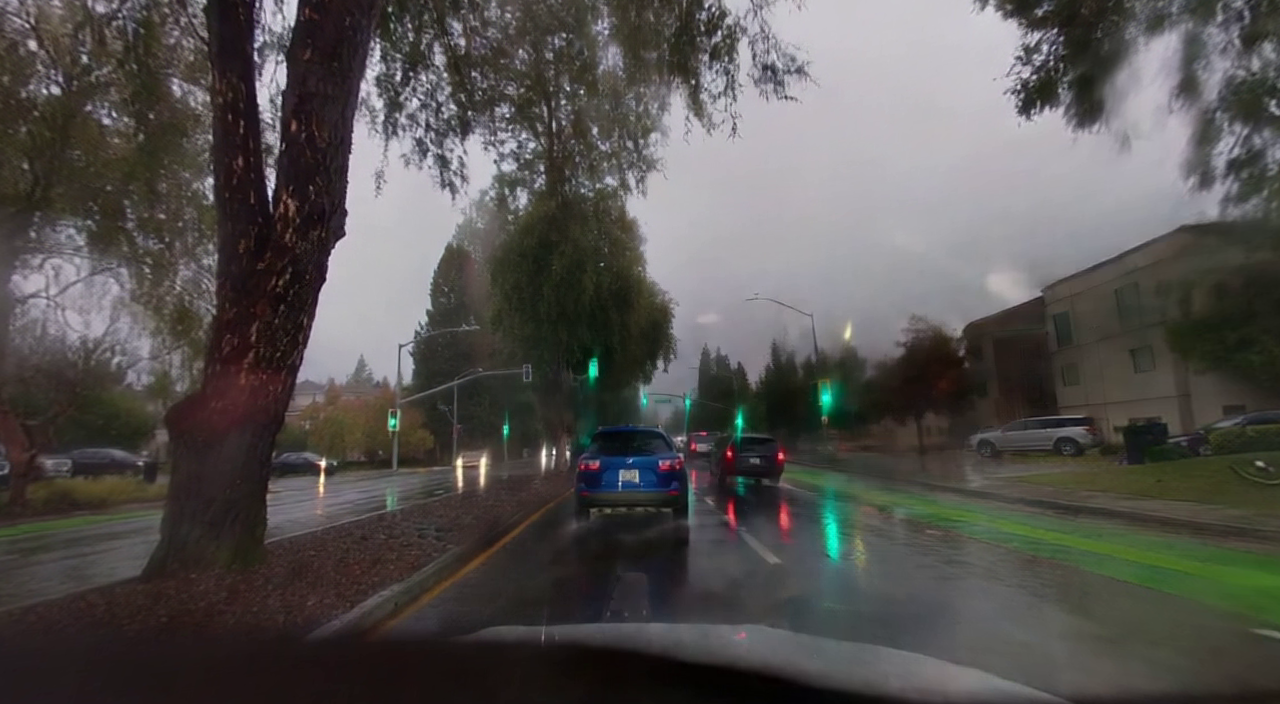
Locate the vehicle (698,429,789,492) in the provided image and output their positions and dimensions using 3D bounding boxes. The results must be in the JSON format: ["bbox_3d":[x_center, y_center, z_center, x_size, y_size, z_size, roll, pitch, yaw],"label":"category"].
[{"bbox_3d":[3.201,3.475,20.569,2.189,1.815,4.495,0,-8,0],"label":"vehicle"}]

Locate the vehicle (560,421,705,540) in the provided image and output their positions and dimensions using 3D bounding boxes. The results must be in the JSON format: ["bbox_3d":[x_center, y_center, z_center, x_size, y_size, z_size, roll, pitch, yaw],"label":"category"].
[{"bbox_3d":[-0.091,2.182,11.272,2.109,1.730,3.963,0,-8,0],"label":"vehicle"}]

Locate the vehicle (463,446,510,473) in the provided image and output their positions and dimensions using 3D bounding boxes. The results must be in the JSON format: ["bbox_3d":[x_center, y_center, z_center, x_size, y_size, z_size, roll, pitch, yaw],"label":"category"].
[{"bbox_3d":[-10.019,7.004,41.474,1.886,1.666,4.575,0,-8,1],"label":"vehicle"}]
